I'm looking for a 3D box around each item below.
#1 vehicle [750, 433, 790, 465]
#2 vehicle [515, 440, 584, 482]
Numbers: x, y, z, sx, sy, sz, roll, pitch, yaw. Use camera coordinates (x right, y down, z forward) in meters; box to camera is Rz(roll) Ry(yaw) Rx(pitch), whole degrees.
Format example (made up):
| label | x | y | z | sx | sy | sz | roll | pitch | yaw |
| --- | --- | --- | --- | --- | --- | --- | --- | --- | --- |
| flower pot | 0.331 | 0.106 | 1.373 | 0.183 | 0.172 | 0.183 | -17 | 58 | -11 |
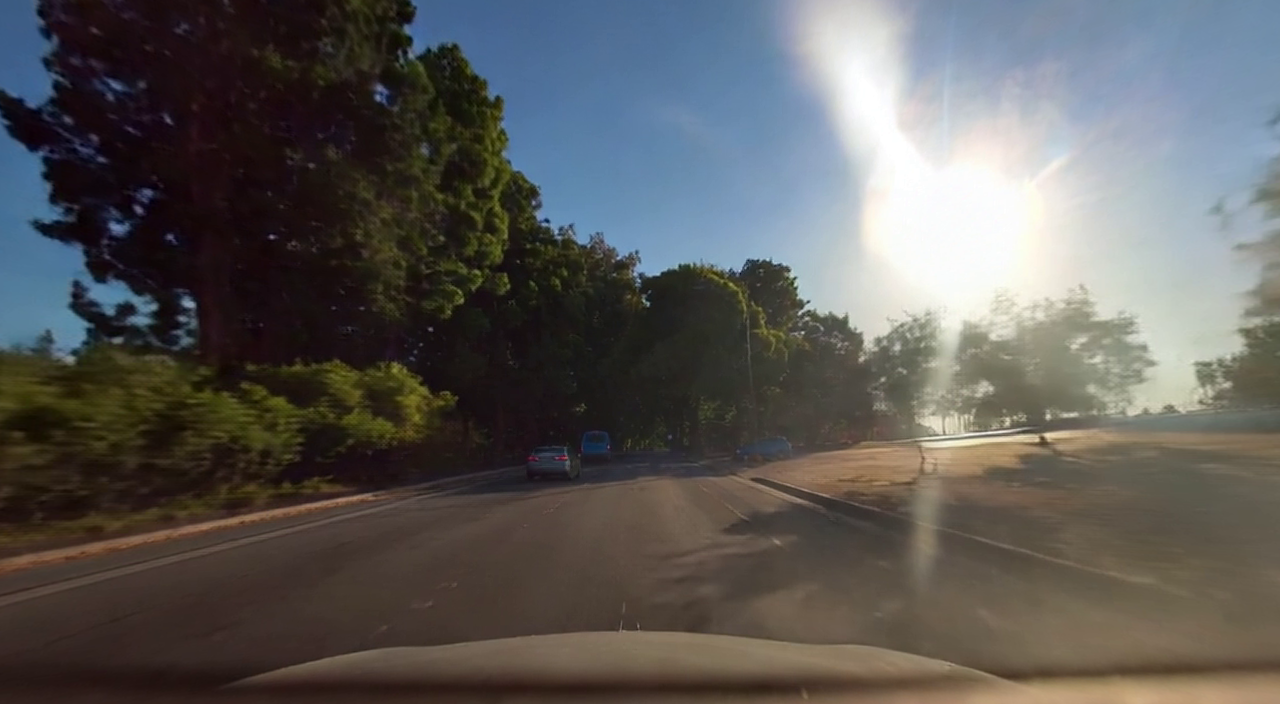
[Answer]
| label | x | y | z | sx | sy | sz | roll | pitch | yaw |
| --- | --- | --- | --- | --- | --- | --- | --- | --- | --- |
| vehicle | 7.213 | 5.405 | 35.334 | 1.596 | 1.654 | 2.920 | -1 | -8 | 1 |
| vehicle | -3.352 | 4.127 | 24.193 | 2.009 | 1.473 | 4.028 | 0 | -8 | 1 |
